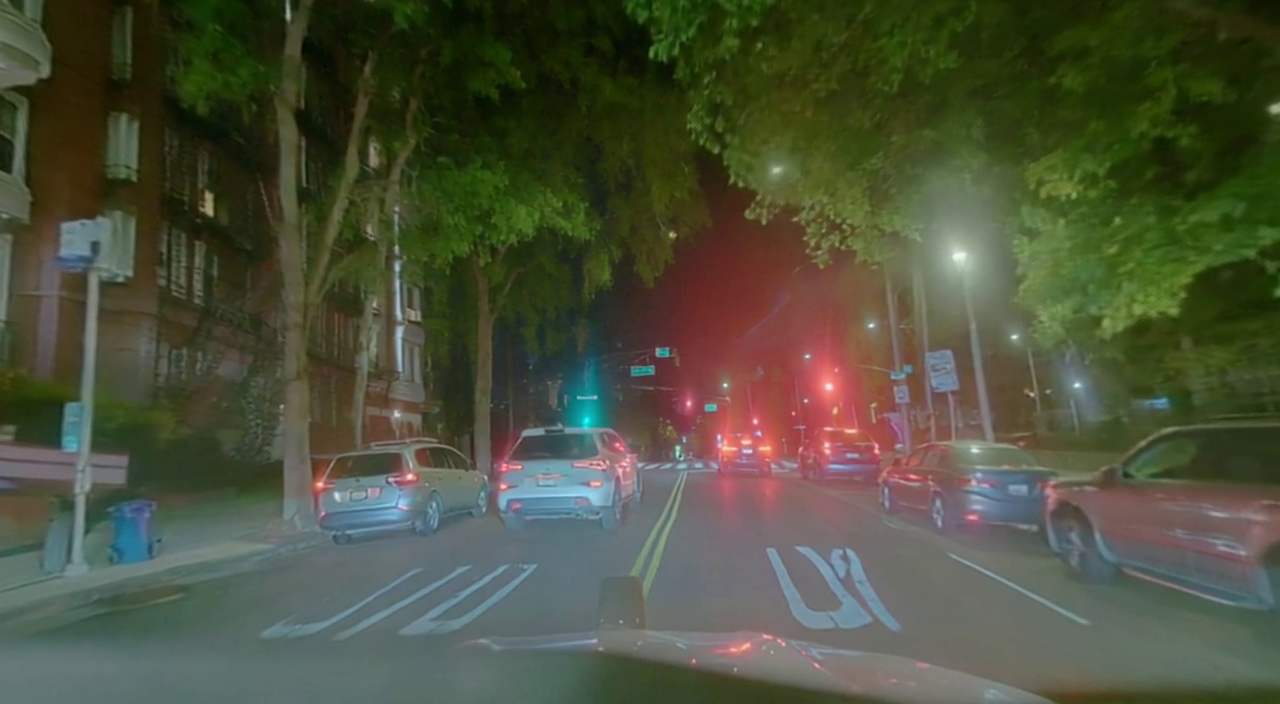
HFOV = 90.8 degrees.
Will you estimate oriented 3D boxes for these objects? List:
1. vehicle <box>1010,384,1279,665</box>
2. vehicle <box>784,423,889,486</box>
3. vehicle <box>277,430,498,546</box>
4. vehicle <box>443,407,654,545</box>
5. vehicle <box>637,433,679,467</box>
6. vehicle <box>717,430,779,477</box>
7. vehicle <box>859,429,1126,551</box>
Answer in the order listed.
[{"bbox_3d":[4.666,1.087,4.285,1.883,1.601,4.305,-1,-8,4],"label":"vehicle"},{"bbox_3d":[6.309,3.373,21.051,2.093,1.815,5.441,-1,-8,4],"label":"vehicle"},{"bbox_3d":[-4.491,2.461,12.184,2.013,1.772,4.439,-1,-9,7],"label":"vehicle"},{"bbox_3d":[-1.209,2.061,11.214,2.333,1.832,5.200,-1,-9,7],"label":"vehicle"},{"bbox_3d":[1.043,5.308,34.443,1.979,1.723,3.849,-1,-8,6],"label":"vehicle"},{"bbox_3d":[4.088,3.855,24.163,2.111,1.619,4.077,-2,-9,9],"label":"vehicle"},{"bbox_3d":[4.971,1.977,9.794,1.937,1.442,4.338,-1,-9,5],"label":"vehicle"}]
